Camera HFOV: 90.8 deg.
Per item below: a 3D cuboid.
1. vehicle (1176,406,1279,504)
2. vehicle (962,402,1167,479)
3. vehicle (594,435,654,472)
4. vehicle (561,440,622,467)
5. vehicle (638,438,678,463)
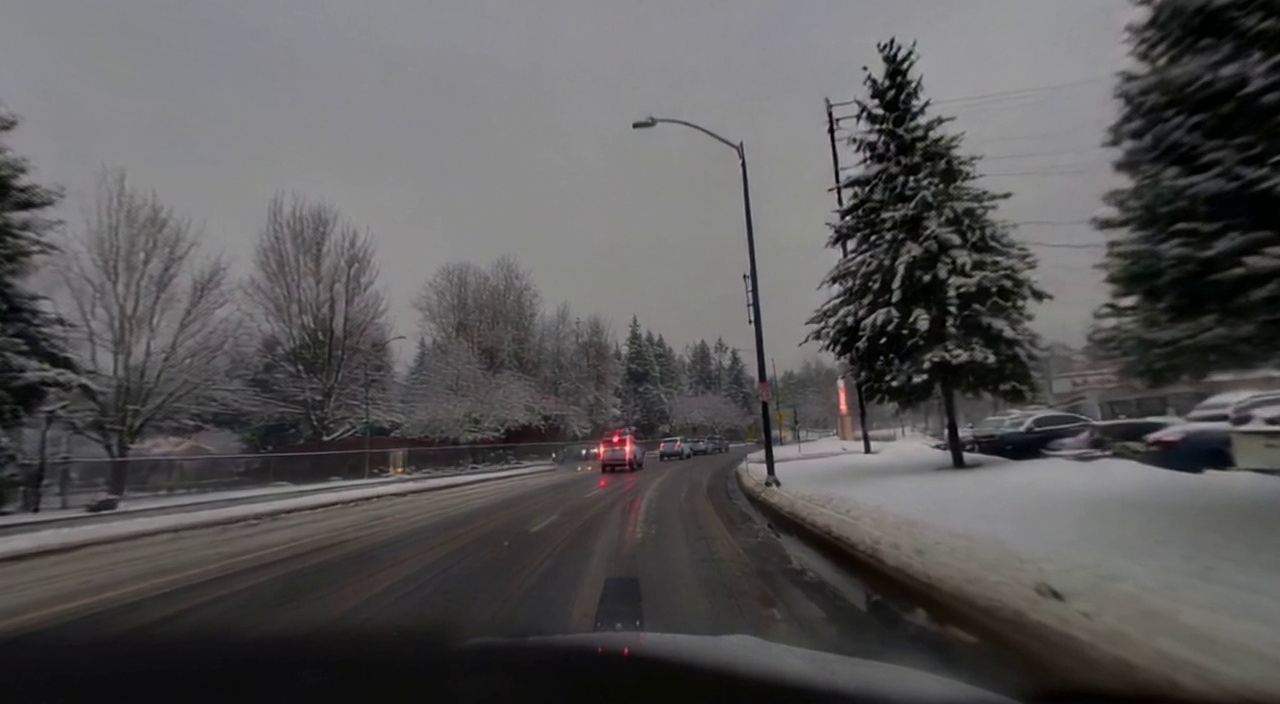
[{"bbox_3d":[11.794,1.630,10.155,4.423,1.455,2.034,-1,-9,1],"label":"vehicle"},{"bbox_3d":[12.399,2.633,18.745,4.408,1.682,2.040,-7,-9,1],"label":"vehicle"},{"bbox_3d":[-0.754,5.359,33.612,2.168,1.783,4.695,-3,-9,11],"label":"vehicle"},{"bbox_3d":[-3.265,6.696,41.694,1.799,1.682,4.637,6,-11,-37],"label":"vehicle"},{"bbox_3d":[1.284,6.853,43.980,2.002,1.664,4.113,-2,-9,13],"label":"vehicle"}]
